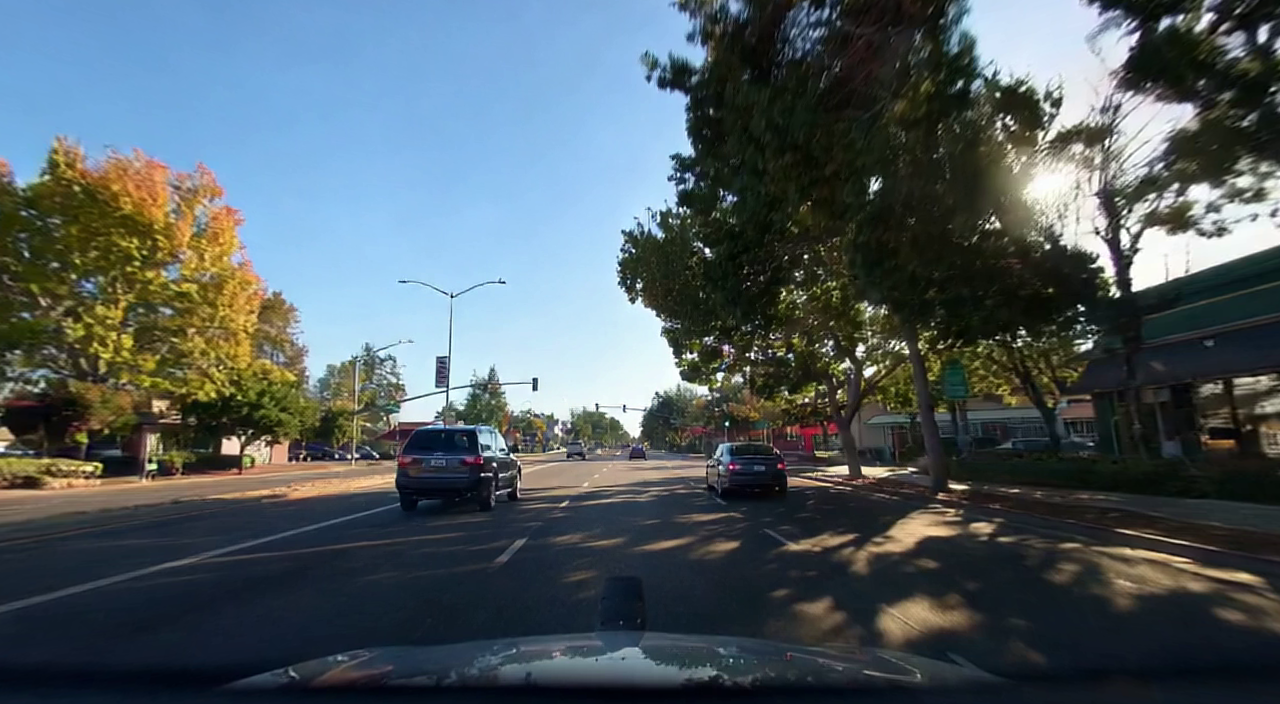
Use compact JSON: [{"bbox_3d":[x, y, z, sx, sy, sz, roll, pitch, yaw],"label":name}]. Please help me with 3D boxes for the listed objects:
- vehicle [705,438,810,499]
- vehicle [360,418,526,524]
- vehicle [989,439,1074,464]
[{"bbox_3d":[3.210,3.301,18.320,1.975,1.502,4.787,0,-9,-2],"label":"vehicle"},{"bbox_3d":[-3.816,2.402,13.227,1.997,1.806,4.500,0,-9,0],"label":"vehicle"},{"bbox_3d":[29.057,7.404,47.020,4.810,1.627,1.991,-3,-9,6],"label":"vehicle"}]
